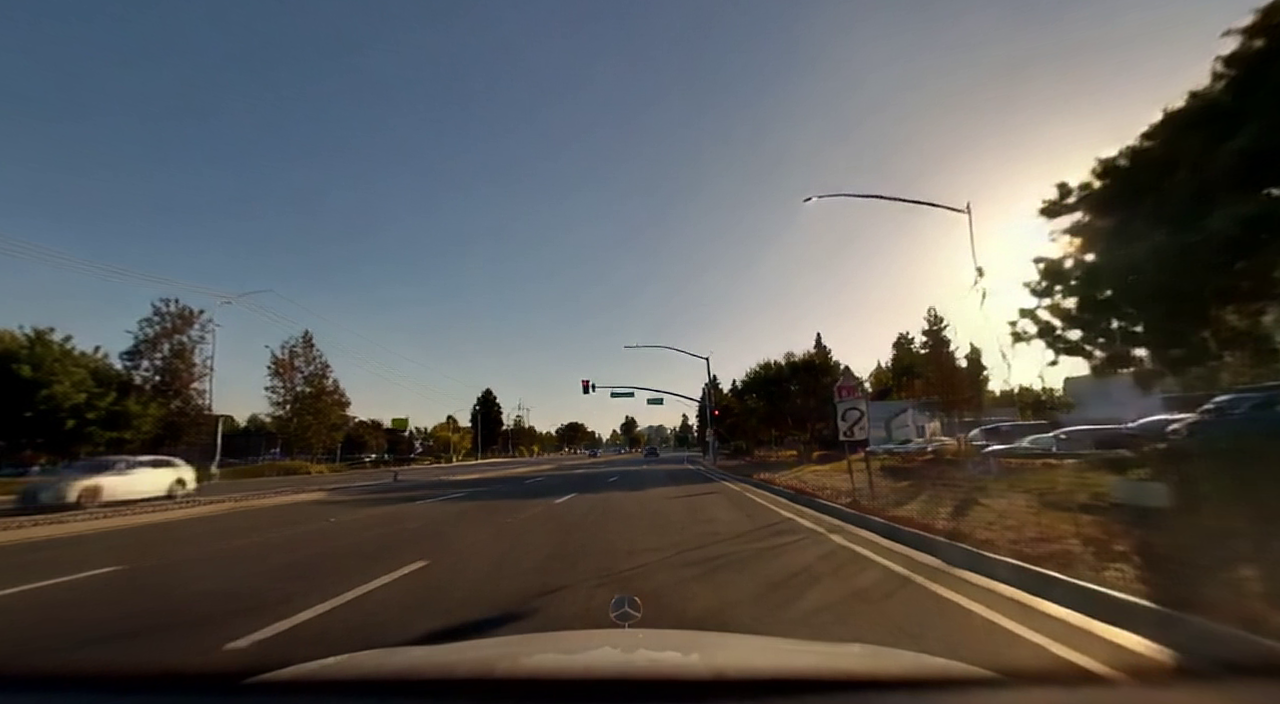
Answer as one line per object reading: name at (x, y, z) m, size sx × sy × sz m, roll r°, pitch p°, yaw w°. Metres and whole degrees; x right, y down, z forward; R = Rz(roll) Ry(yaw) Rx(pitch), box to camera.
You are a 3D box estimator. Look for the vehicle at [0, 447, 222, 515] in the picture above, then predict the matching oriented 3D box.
vehicle at (-13.430, 3.175, 16.126) m, size 2.240 × 1.452 × 4.518 m, roll 0°, pitch -8°, yaw 3°
